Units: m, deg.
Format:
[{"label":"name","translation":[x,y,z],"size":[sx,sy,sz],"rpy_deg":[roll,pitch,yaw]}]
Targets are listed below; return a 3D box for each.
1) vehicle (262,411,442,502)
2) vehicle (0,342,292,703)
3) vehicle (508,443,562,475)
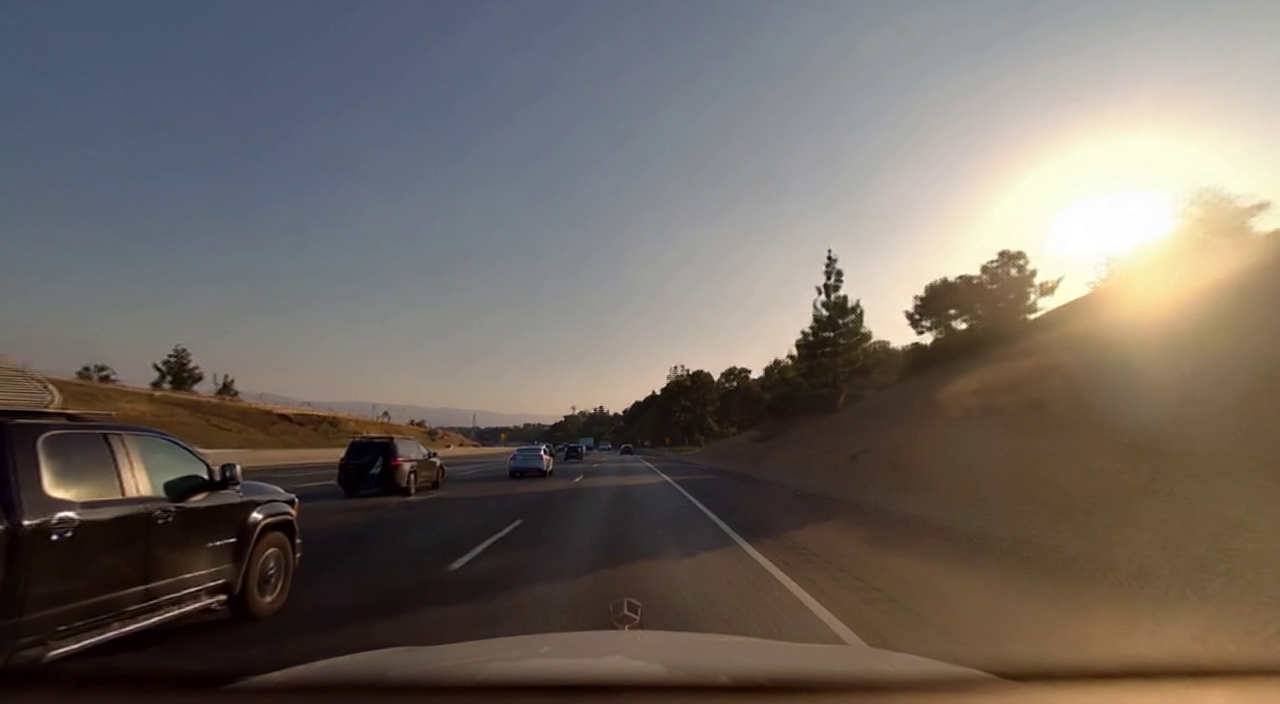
[{"label":"vehicle","translation":[-8.215,3.105,18.967],"size":[2.594,2.254,6.028],"rpy_deg":[0,-9,-1]},{"label":"vehicle","translation":[-4.057,0.831,2.687],"size":[2.200,1.807,5.041],"rpy_deg":[0,-9,1]},{"label":"vehicle","translation":[-5.240,5.419,32.078],"size":[2.012,1.509,4.359],"rpy_deg":[0,-9,0]}]
